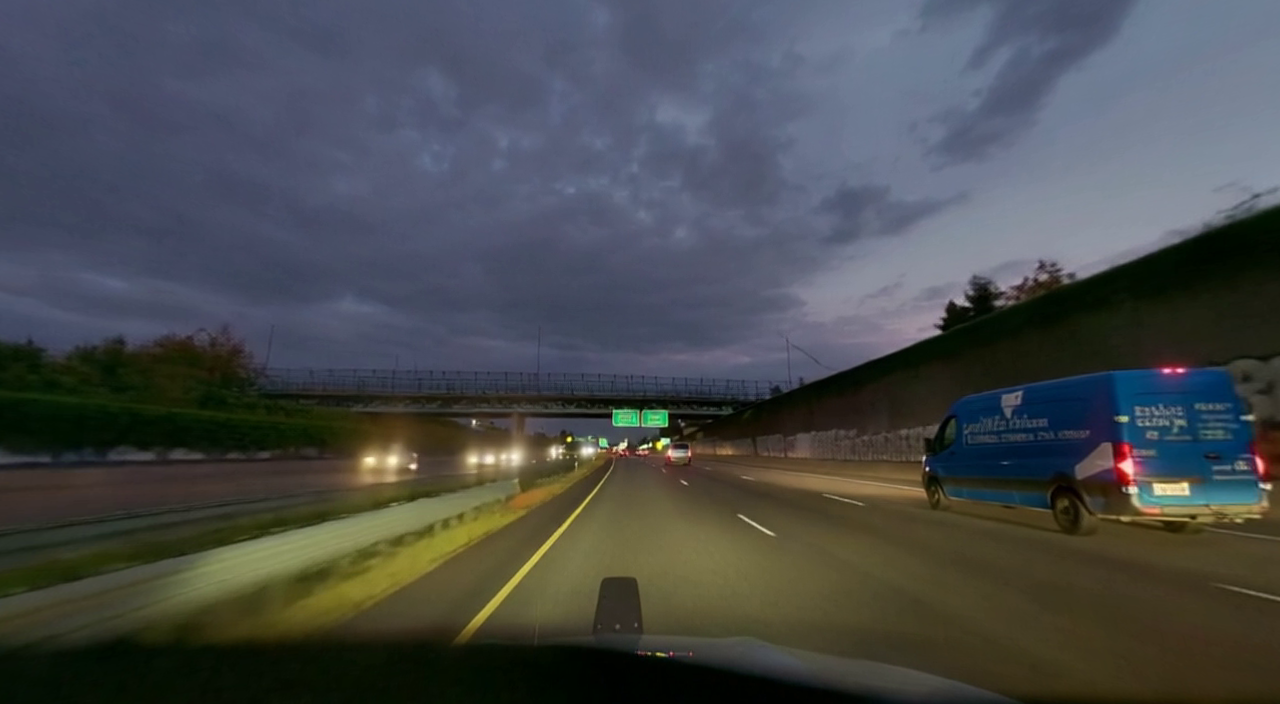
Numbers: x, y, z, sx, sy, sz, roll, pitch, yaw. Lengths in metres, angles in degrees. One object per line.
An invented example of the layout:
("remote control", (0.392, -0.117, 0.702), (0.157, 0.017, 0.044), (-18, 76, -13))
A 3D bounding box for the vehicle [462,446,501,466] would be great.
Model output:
("vehicle", (-12.555, 8.248, 49.987), (2.003, 1.496, 4.559), (0, -9, -1))

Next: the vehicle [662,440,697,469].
("vehicle", (2.830, 7.508, 46.226), (2.007, 1.943, 5.010), (0, -9, -2))

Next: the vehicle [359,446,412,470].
("vehicle", (-16.433, 6.863, 40.814), (1.815, 1.465, 4.003), (0, -9, -1))

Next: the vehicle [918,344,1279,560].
("vehicle", (7.235, 1.626, 10.602), (2.283, 2.631, 5.719), (0, -9, -1))
